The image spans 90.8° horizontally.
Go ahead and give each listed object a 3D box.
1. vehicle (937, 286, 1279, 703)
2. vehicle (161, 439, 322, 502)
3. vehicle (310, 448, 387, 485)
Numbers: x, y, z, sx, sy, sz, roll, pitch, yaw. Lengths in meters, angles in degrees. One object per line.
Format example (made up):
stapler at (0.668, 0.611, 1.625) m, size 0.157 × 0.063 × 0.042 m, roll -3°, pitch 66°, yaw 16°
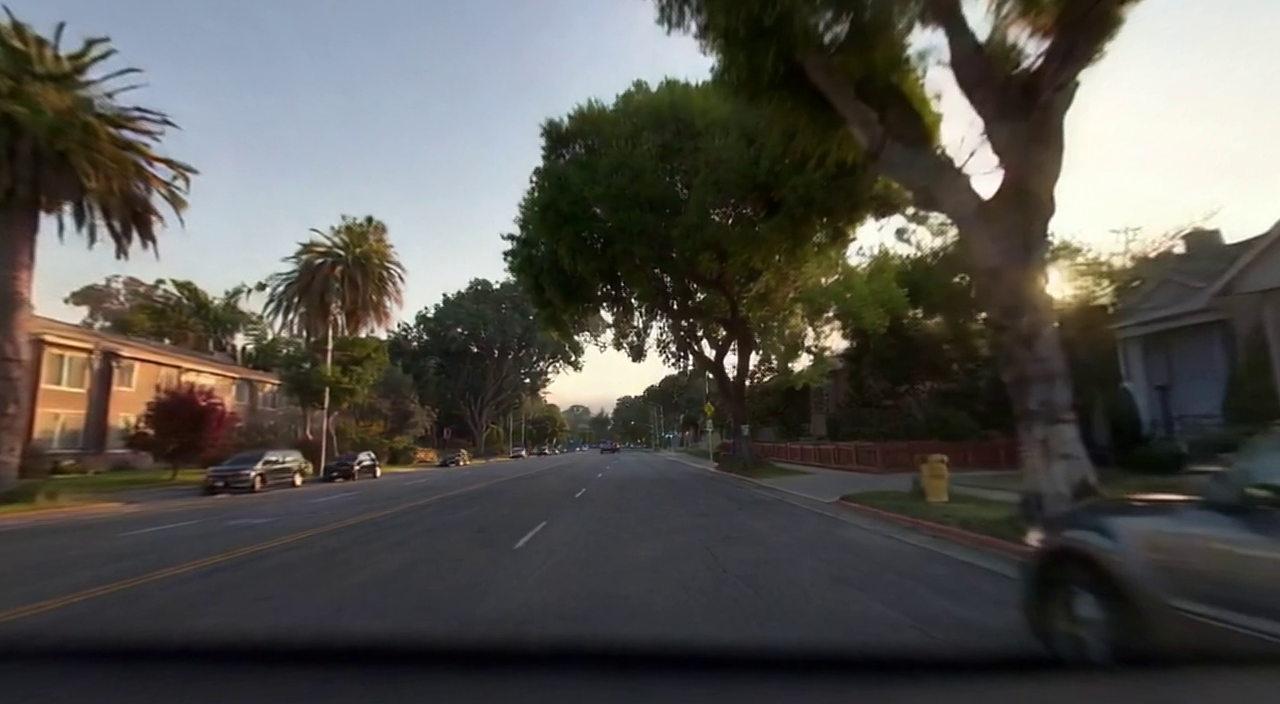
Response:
vehicle at (3.446, 0.699, 1.972) m, size 2.386 × 1.916 × 5.167 m, roll 0°, pitch -9°, yaw -2°
vehicle at (-14.197, 4.170, 23.090) m, size 2.245 × 1.904 × 5.805 m, roll -1°, pitch -7°, yaw -2°
vehicle at (-14.554, 5.691, 31.803) m, size 1.890 × 1.568 × 4.444 m, roll -2°, pitch -7°, yaw -2°
